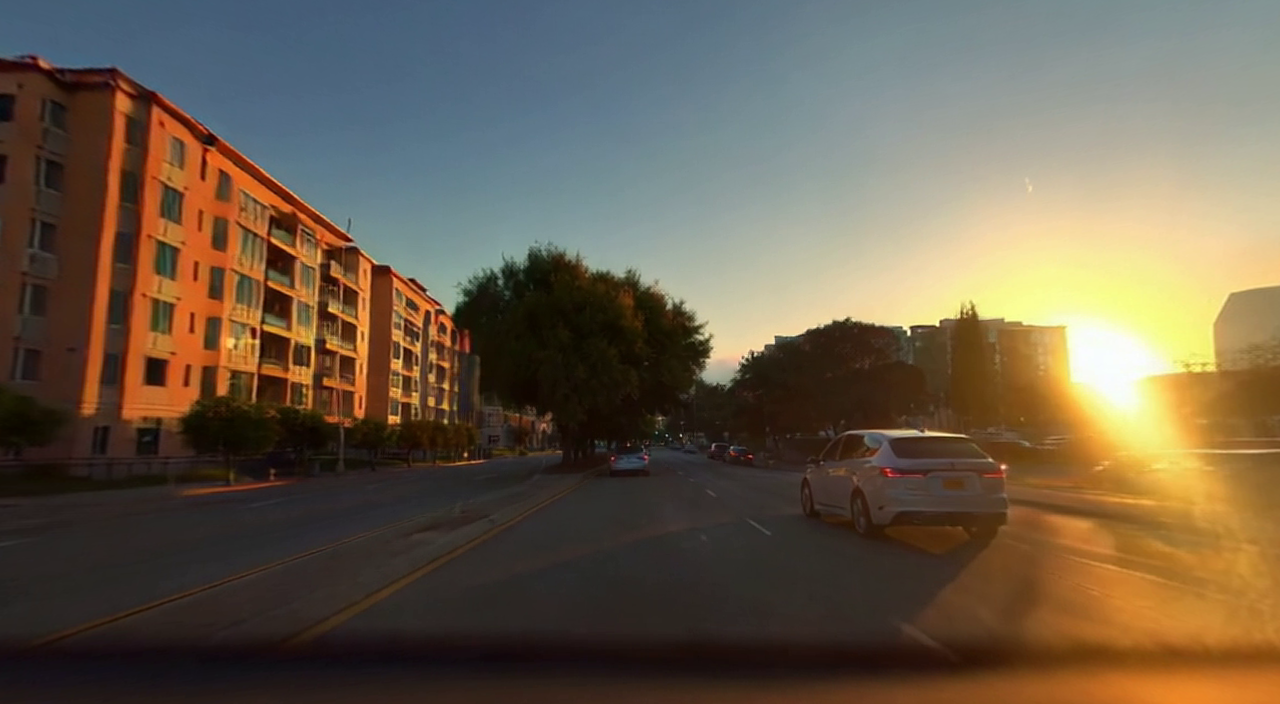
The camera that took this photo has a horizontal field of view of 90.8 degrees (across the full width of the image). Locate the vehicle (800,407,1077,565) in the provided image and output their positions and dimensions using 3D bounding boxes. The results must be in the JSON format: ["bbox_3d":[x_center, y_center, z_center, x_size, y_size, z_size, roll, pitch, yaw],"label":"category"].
[{"bbox_3d":[3.810,1.783,9.048,1.949,1.723,4.020,0,-9,0],"label":"vehicle"}]

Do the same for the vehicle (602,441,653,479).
[{"bbox_3d":[-0.457,4.520,26.617,2.006,1.487,3.535,0,-9,1],"label":"vehicle"}]
